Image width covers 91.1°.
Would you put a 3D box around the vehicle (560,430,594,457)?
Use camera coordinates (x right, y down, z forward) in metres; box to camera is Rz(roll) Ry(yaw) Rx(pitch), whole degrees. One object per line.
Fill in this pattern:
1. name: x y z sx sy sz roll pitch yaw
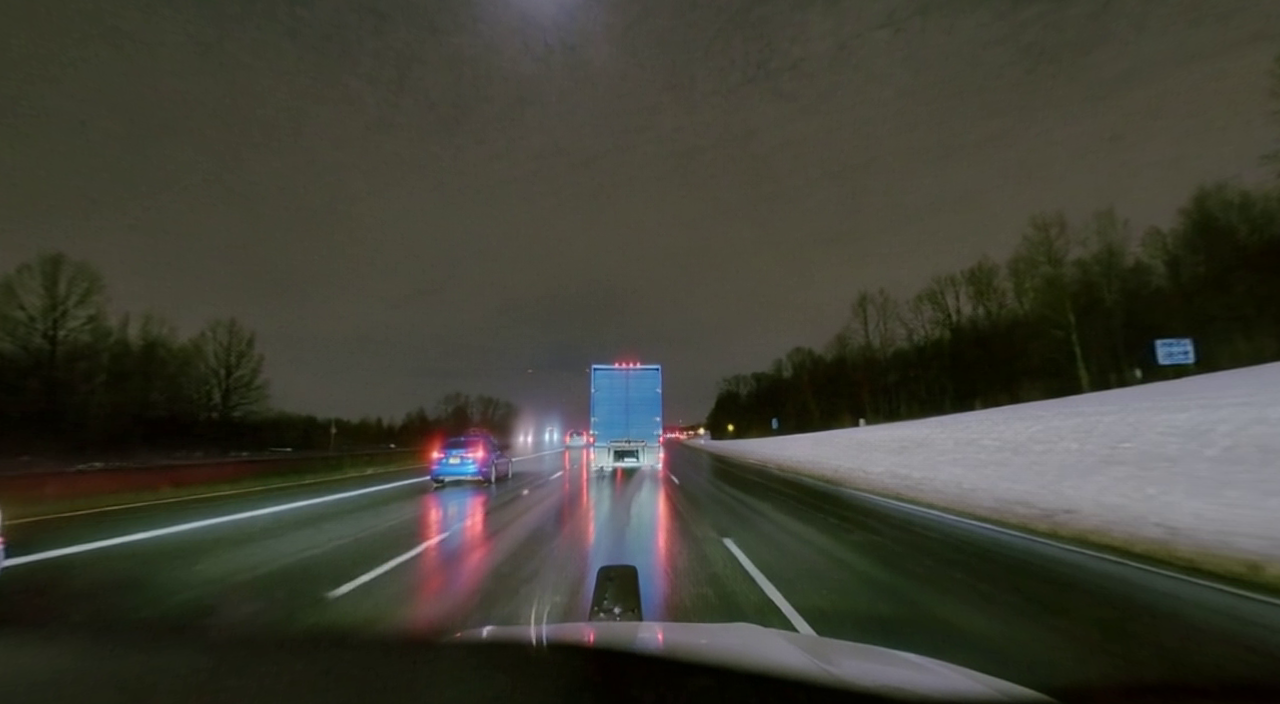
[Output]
1. vehicle: -4.558 6.698 46.080 2.019 1.834 4.644 0 -8 0

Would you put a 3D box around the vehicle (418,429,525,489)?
1. vehicle: -4.800 3.087 18.628 1.931 1.539 4.441 0 -8 0

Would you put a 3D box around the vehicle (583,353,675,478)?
1. vehicle: -0.452 2.714 25.427 2.953 4.041 10.072 0 -8 -1
